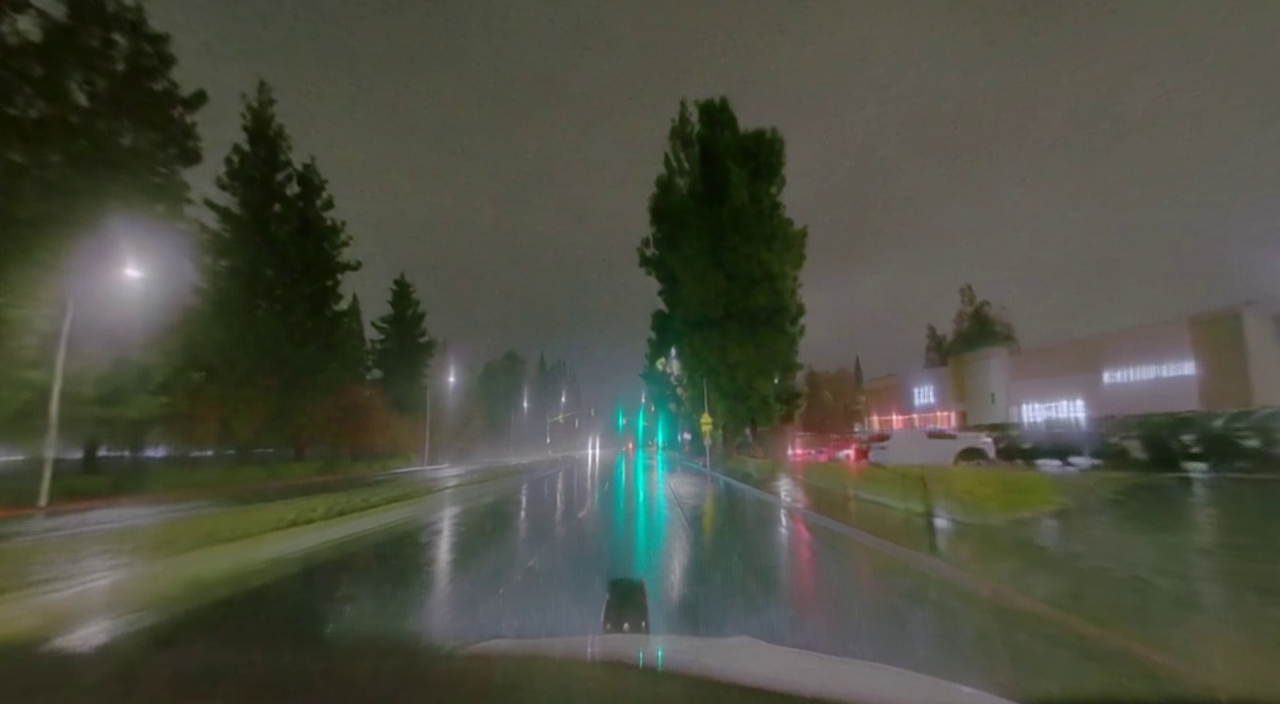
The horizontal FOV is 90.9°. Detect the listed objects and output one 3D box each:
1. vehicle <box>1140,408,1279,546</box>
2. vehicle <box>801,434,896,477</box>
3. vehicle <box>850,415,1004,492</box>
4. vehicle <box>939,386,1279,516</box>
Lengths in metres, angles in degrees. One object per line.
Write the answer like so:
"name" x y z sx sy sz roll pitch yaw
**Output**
"vehicle" 7.873 1.229 6.145 2.056 1.449 4.679 -1 -8 -1
"vehicle" 8.096 4.072 25.029 1.993 1.476 4.821 0 -8 -2
"vehicle" 8.144 2.951 18.533 2.235 1.899 4.827 -1 -8 0
"vehicle" 7.823 1.829 11.498 2.043 1.791 5.339 0 -10 -1
